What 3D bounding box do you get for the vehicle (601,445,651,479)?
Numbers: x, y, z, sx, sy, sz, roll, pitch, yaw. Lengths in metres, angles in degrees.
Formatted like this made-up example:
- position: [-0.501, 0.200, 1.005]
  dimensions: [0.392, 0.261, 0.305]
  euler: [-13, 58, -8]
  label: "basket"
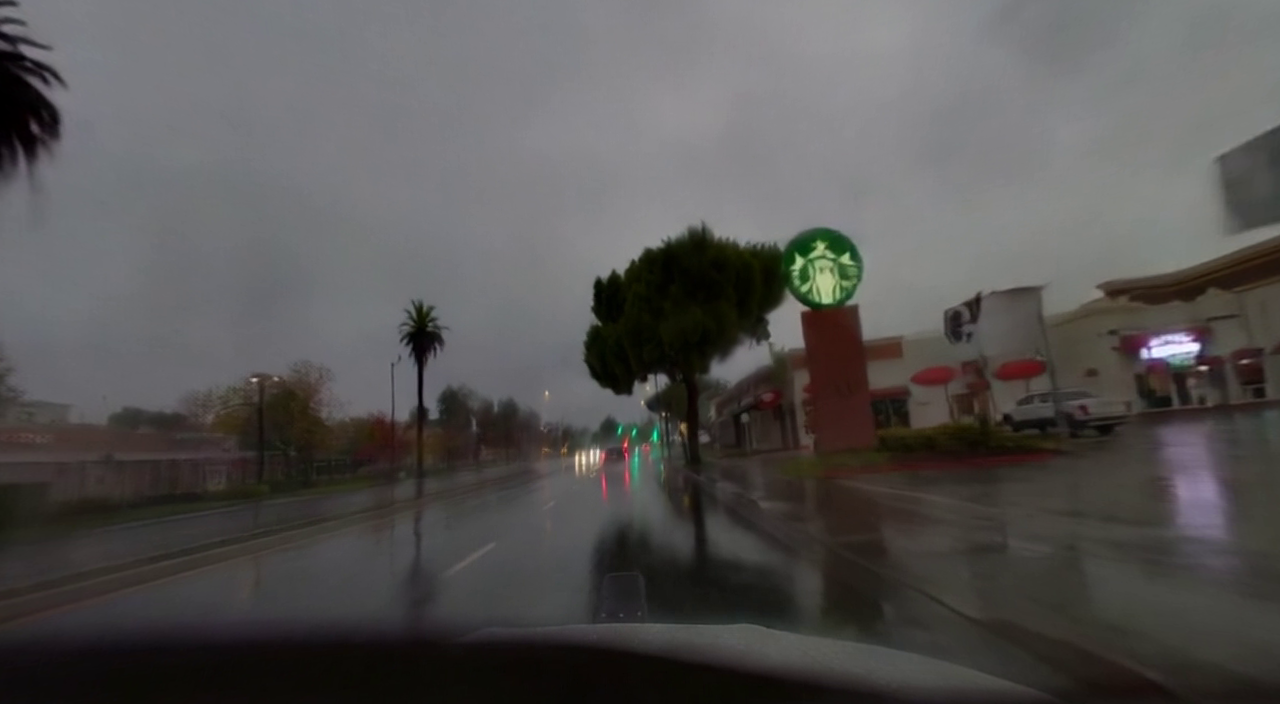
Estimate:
- position: [-0.623, 5.136, 29.779]
  dimensions: [2.156, 1.462, 4.495]
  euler: [0, -8, 0]
  label: "vehicle"
